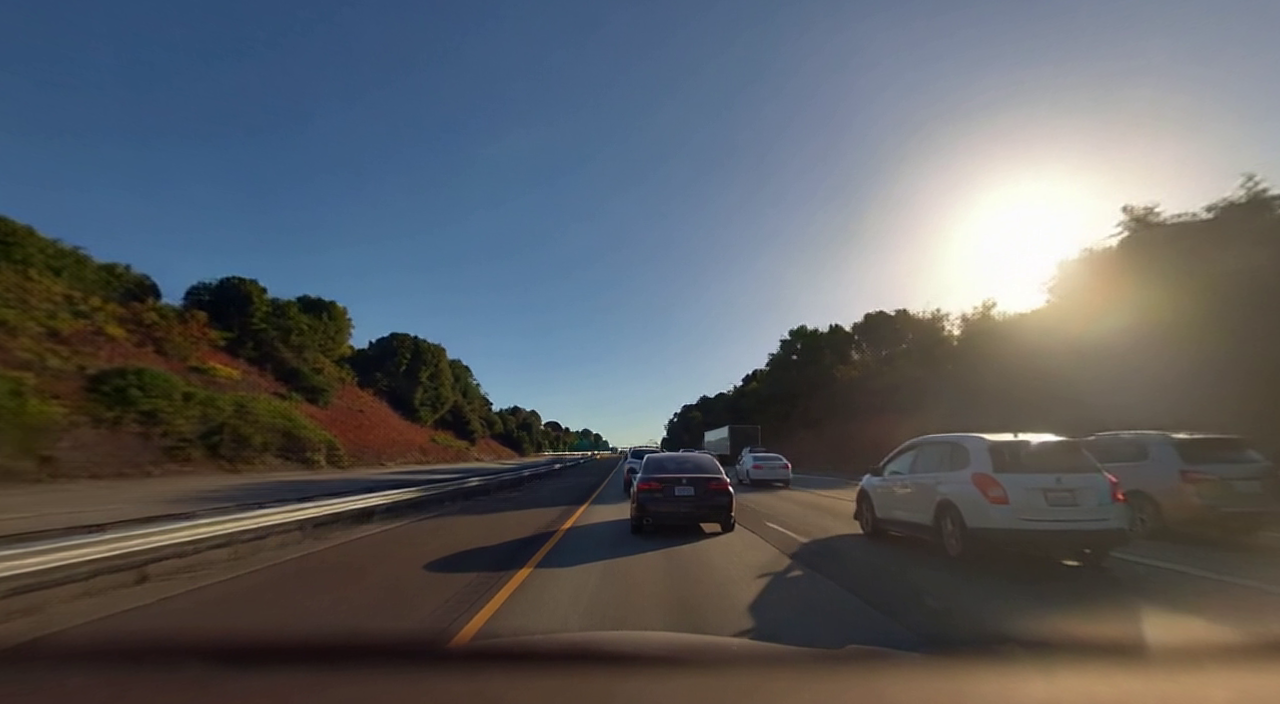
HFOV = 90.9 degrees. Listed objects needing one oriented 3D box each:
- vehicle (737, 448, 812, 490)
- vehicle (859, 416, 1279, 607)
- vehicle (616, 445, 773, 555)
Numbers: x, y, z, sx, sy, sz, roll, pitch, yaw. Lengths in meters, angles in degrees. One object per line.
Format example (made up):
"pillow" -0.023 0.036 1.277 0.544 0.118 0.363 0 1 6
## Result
"vehicle" 5.187 4.546 24.830 1.908 1.500 4.157 0 -9 -2
"vehicle" 4.615 1.767 7.931 1.998 1.657 4.604 0 -9 -1
"vehicle" 0.690 2.261 10.295 2.094 1.426 3.725 0 -9 -1
